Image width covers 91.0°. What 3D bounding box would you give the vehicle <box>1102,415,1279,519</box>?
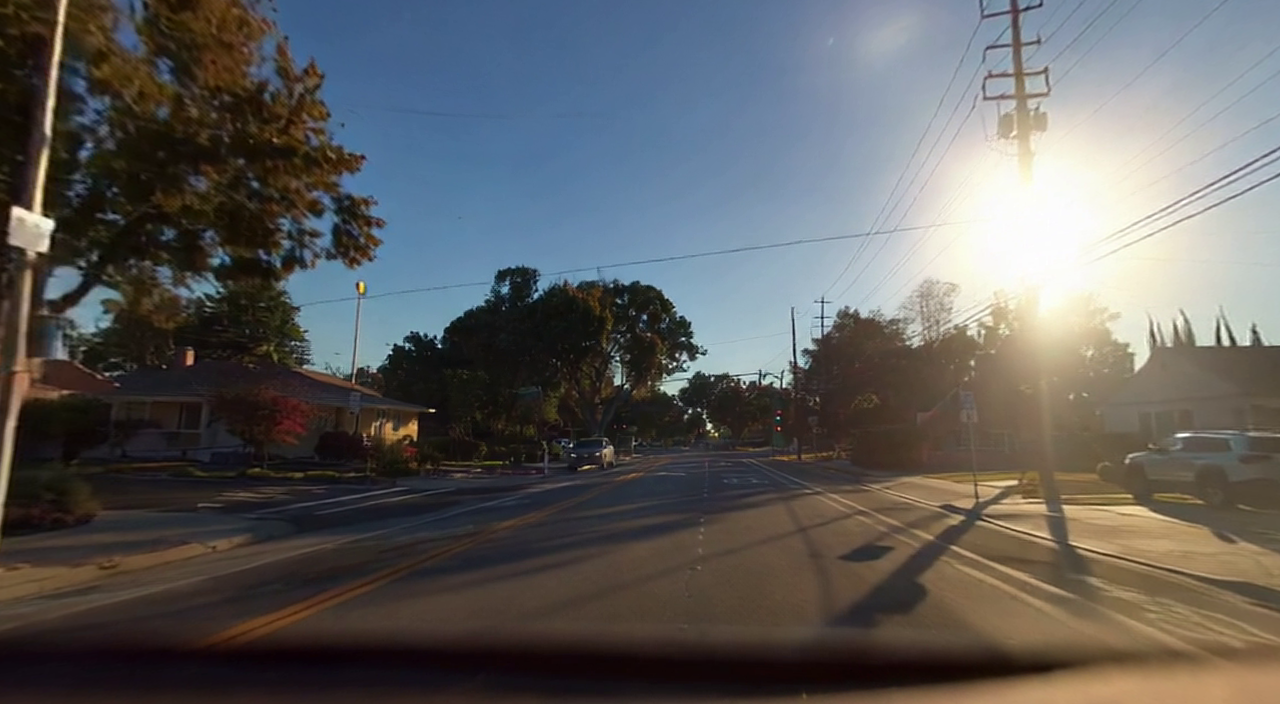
[{"bbox_3d":[13.036,2.520,14.267,1.912,1.953,4.651,0,-8,6],"label":"vehicle"}]
